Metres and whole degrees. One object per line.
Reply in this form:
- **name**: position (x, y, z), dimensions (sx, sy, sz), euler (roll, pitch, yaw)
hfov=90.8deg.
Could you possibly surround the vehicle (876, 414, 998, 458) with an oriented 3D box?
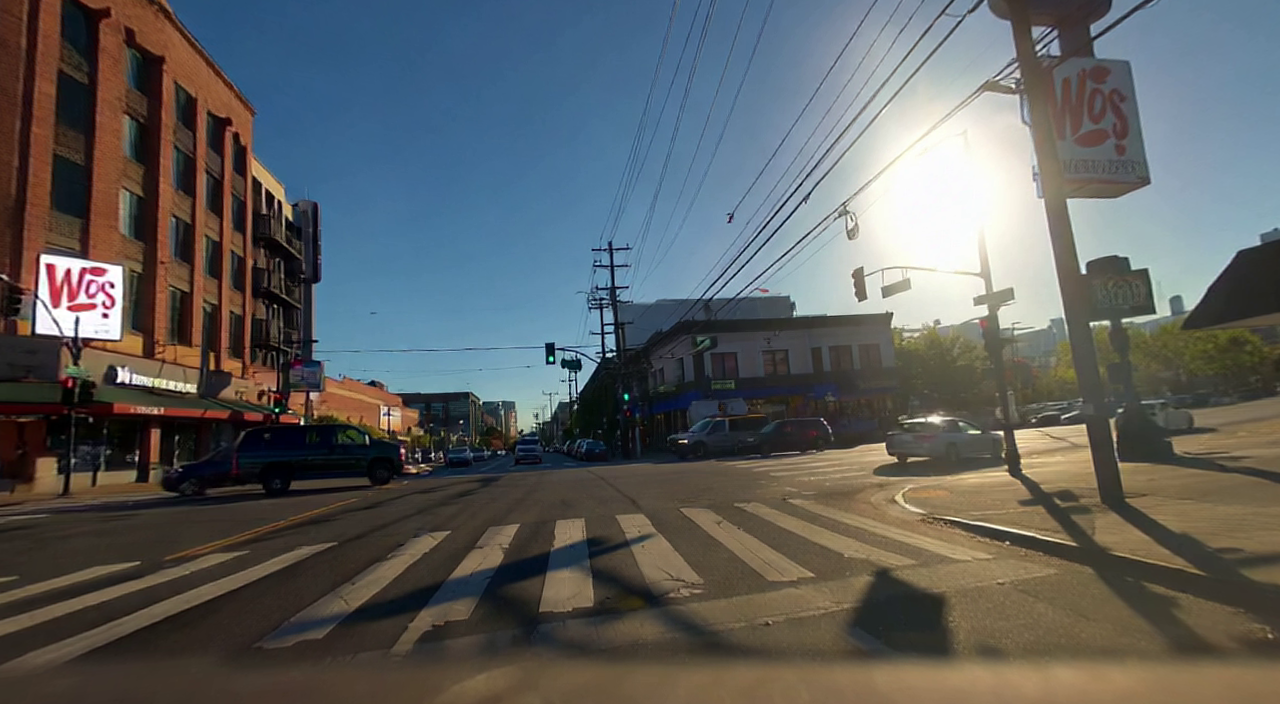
- **vehicle**: position (11.175, 3.170, 23.715), dimensions (4.499, 1.524, 1.784), euler (4, -10, -29)

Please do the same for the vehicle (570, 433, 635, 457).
- **vehicle**: position (-2.769, 6.828, 46.351), dimensions (4.591, 1.686, 1.816), euler (1, -9, -11)

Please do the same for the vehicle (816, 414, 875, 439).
- **vehicle**: position (16.112, 5.835, 49.458), dimensions (4.589, 1.730, 1.801), euler (6, -8, -31)

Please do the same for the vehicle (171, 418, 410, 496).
- **vehicle**: position (-9.804, 2.972, 18.175), dimensions (5.603, 1.938, 2.081), euler (5, -10, -30)

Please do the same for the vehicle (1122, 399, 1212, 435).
- **vehicle**: position (27.632, 3.479, 33.084), dimensions (4.637, 1.723, 1.911), euler (4, -10, -29)

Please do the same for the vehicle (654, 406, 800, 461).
- **vehicle**: position (3.570, 3.349, 25.707), dimensions (5.588, 1.985, 2.374), euler (5, -10, -31)
